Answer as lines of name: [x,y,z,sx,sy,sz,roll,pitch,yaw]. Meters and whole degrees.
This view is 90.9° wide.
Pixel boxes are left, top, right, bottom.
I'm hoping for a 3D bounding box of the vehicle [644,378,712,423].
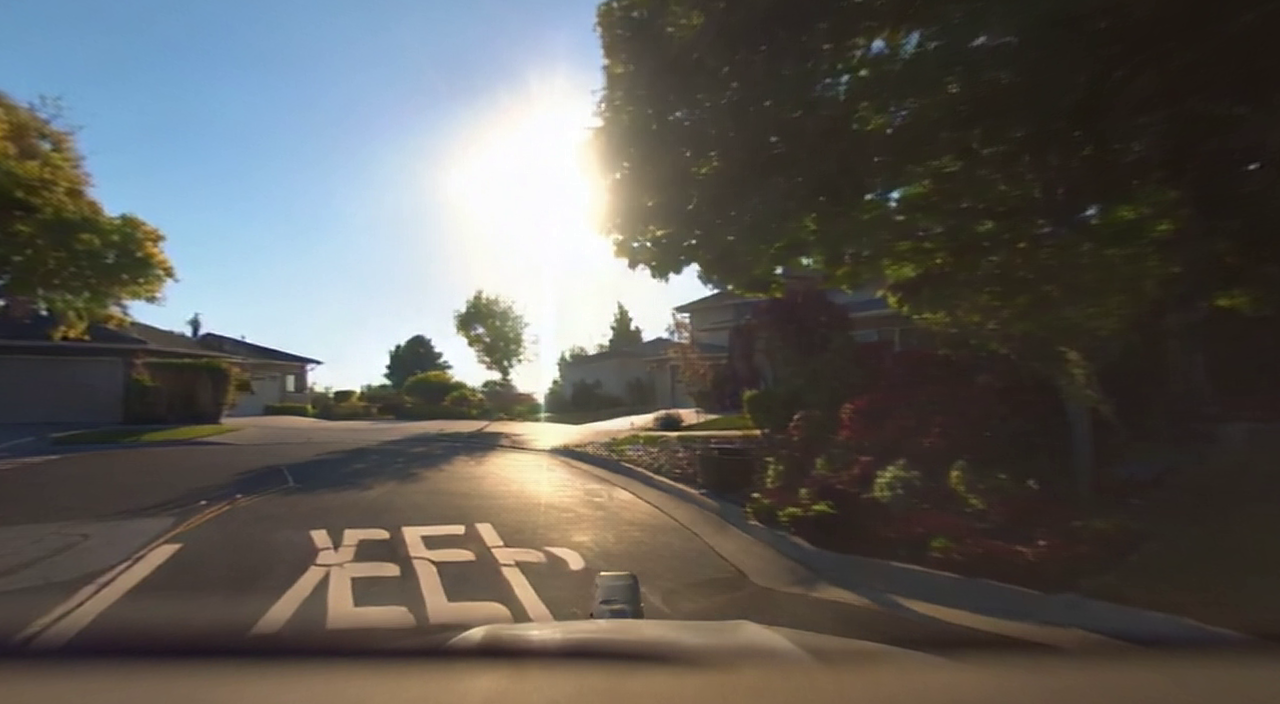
vehicle: [1.284,1.873,23.370,1.860,1.477,4.629,1,-7,-5]
